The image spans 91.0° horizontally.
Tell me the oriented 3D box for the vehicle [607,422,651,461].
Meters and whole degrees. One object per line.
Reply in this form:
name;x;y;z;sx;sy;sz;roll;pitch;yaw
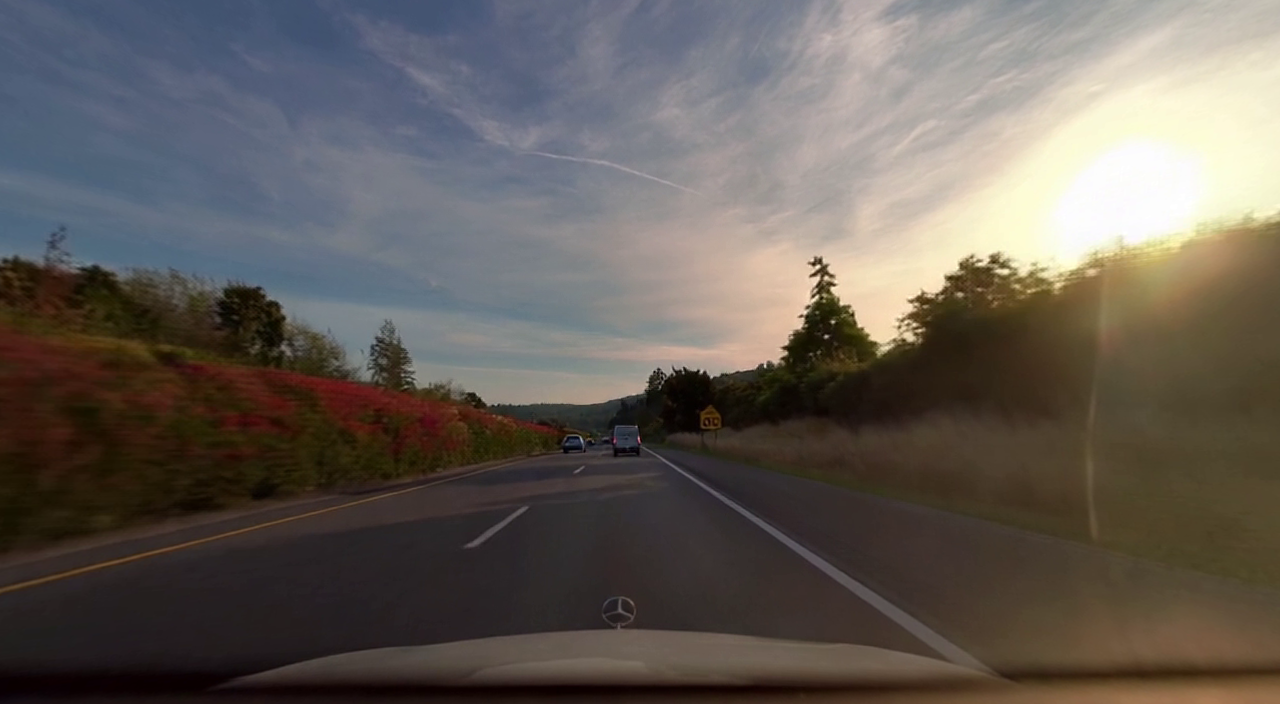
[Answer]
vehicle;-0.623;4.869;34.360;2.223;1.957;4.416;0;-8;-1

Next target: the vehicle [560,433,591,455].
vehicle;-4.853;6.954;47.864;2.062;1.567;4.117;0;-8;-1
